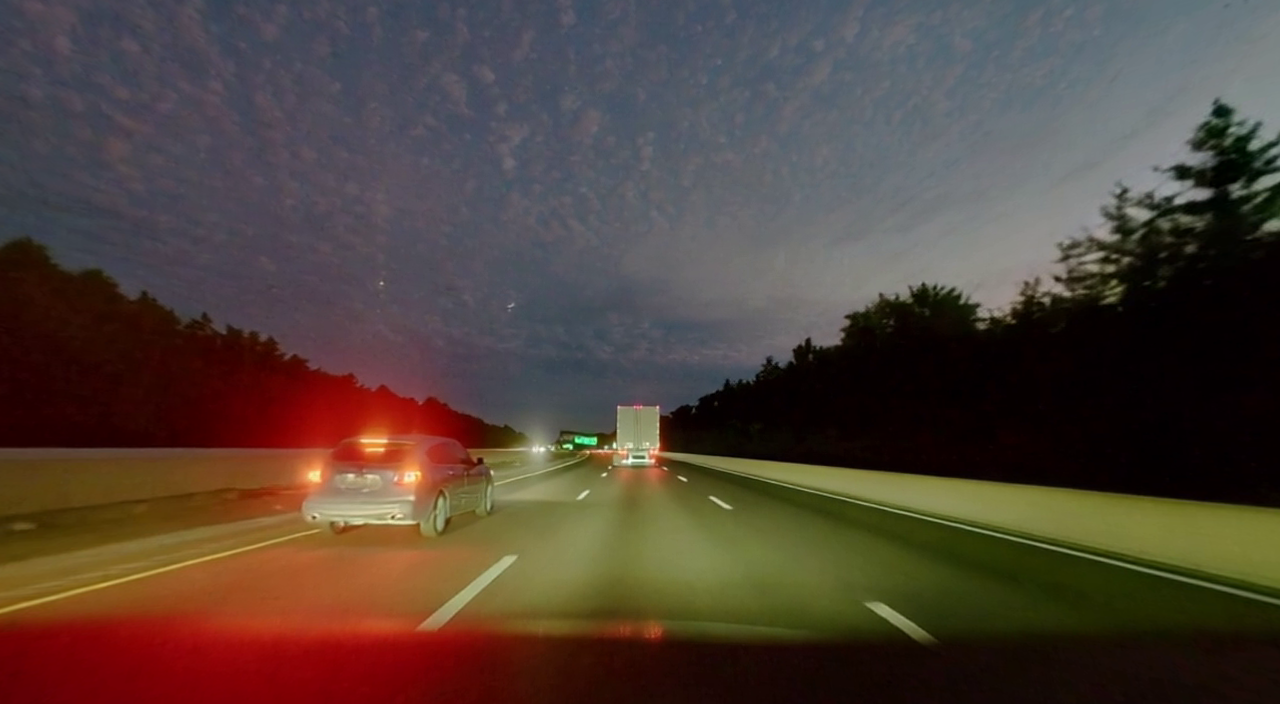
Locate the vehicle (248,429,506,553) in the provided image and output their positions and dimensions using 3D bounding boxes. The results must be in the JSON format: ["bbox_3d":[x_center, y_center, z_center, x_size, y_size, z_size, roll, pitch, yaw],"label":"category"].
[{"bbox_3d":[-3.734,2.072,10.143,2.080,1.488,4.781,0,-9,0],"label":"vehicle"}]

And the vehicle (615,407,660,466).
[{"bbox_3d":[-0.357,6.479,47.520,2.962,3.953,10.696,0,-9,-2],"label":"vehicle"}]
